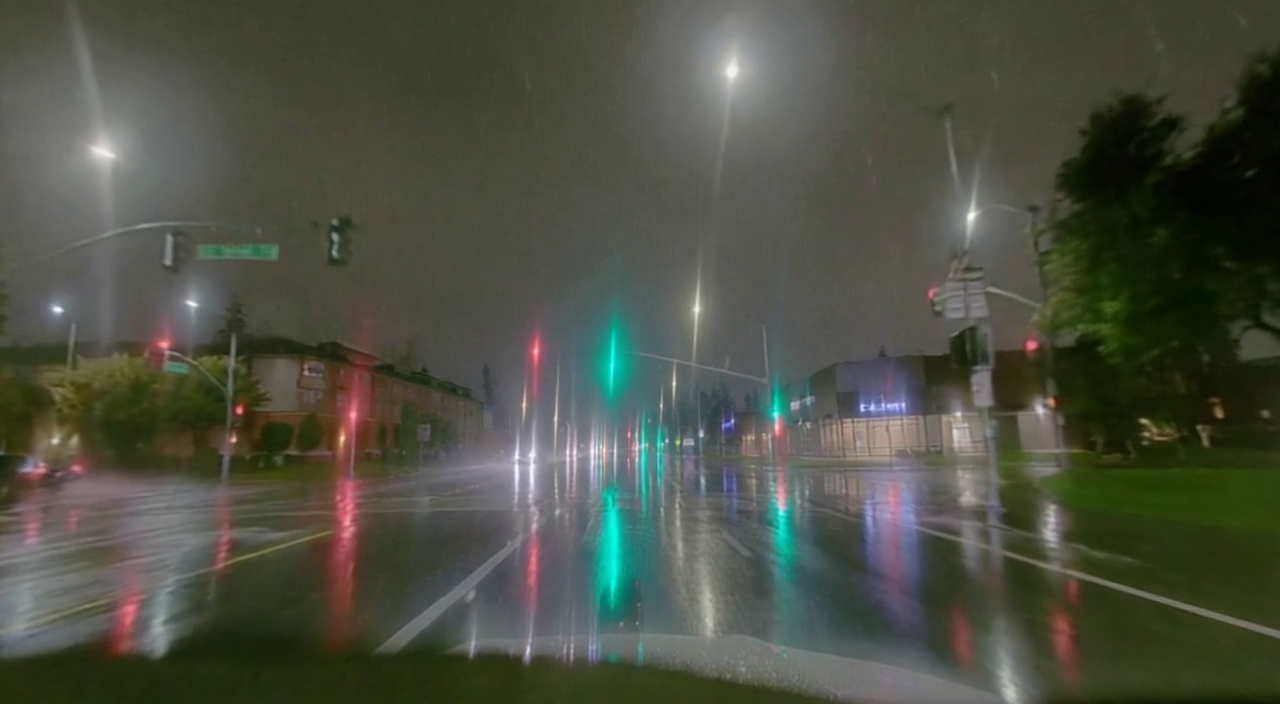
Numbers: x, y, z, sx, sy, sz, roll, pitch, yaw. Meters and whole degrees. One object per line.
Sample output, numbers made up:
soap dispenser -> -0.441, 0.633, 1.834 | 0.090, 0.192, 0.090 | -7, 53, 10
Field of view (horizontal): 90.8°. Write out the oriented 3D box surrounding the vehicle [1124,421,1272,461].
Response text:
vehicle -> 26.496, 4.242, 30.158 | 4.797, 1.792, 2.345 | 0, -8, -1

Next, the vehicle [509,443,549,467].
vehicle -> -7.659, 7.169, 43.893 | 2.011, 1.490, 4.472 | -3, -10, -1

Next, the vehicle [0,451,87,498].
vehicle -> -25.226, 4.820, 24.948 | 4.727, 1.719, 2.095 | 0, -8, 1
